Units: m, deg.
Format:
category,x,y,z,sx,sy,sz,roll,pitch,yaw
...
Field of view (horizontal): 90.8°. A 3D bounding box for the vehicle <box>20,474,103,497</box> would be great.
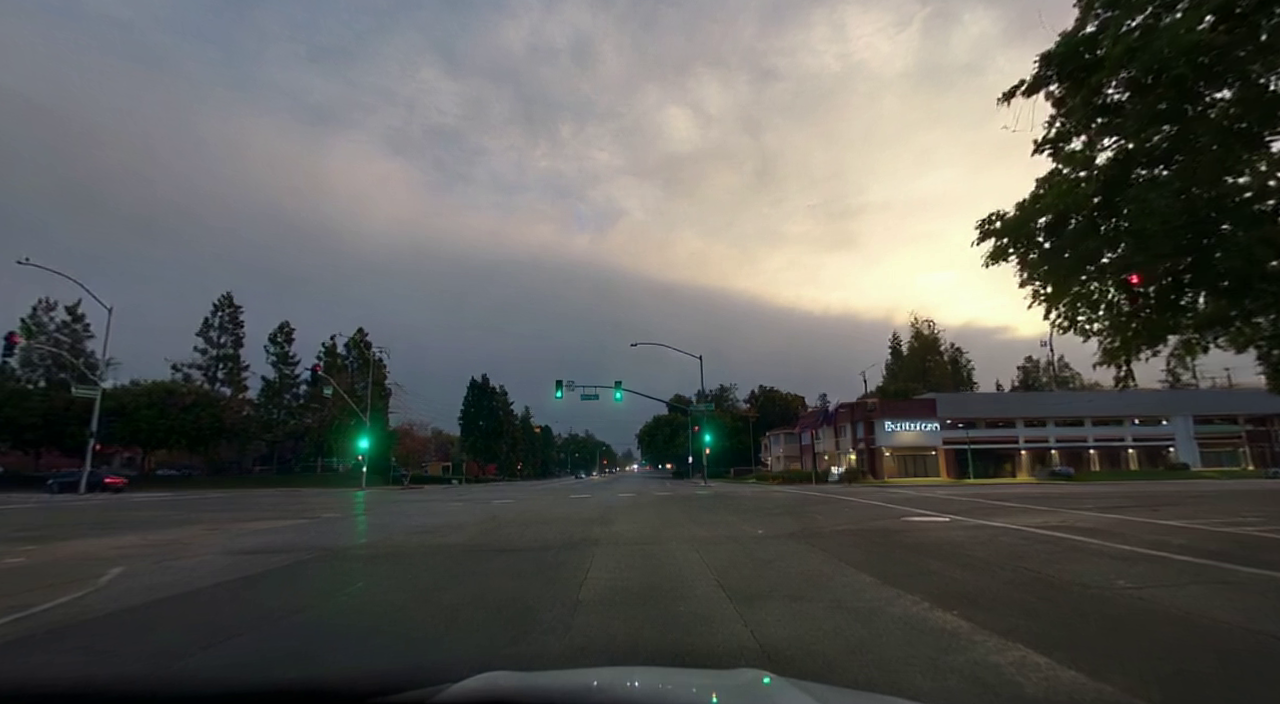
category,x,y,z,sx,sy,sz,roll,pitch,yaw
vehicle,-41.735,9.618,45.640,4.147,1.445,1.706,0,-9,-6
